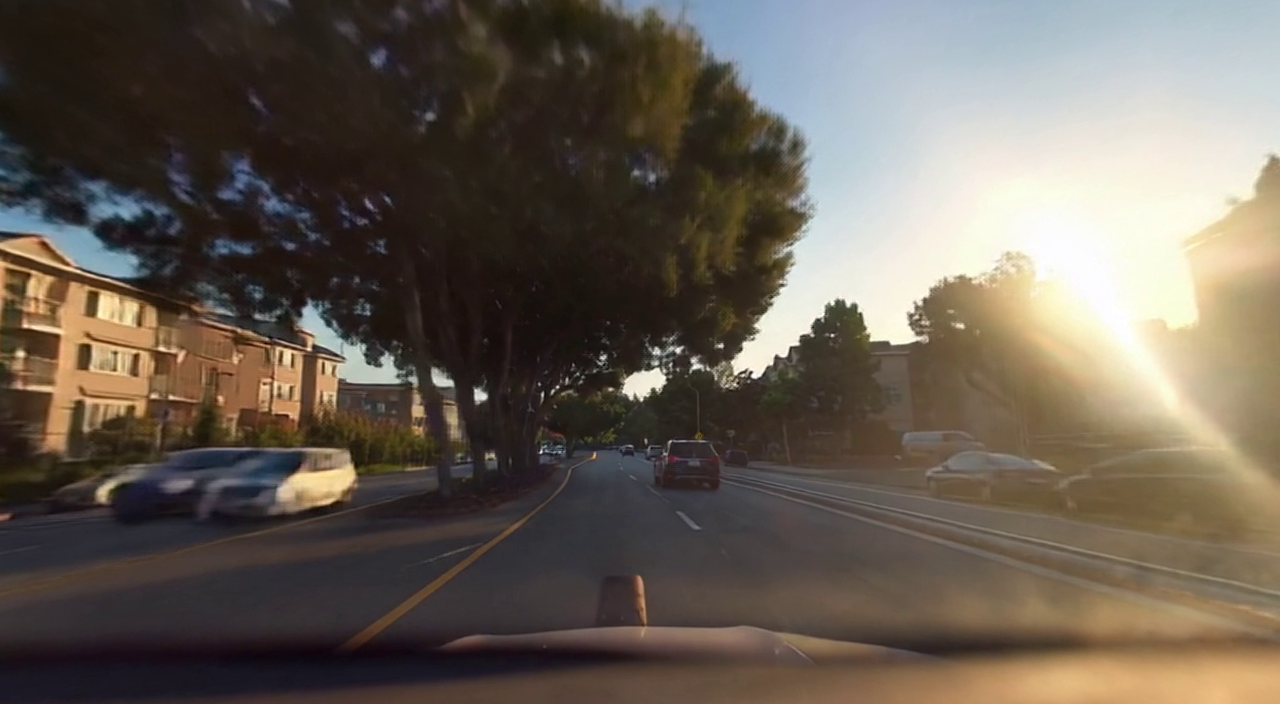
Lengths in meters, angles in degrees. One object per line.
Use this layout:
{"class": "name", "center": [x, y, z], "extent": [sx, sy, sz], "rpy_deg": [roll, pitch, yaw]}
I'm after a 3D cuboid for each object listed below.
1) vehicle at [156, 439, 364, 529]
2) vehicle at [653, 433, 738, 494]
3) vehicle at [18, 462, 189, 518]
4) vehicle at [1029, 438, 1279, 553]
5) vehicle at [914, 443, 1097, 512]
{"class": "vehicle", "center": [-8.208, 2.844, 14.283], "extent": [2.033, 1.685, 4.420], "rpy_deg": [0, -9, -2]}
{"class": "vehicle", "center": [1.680, 3.602, 20.787], "extent": [2.085, 1.763, 4.490], "rpy_deg": [0, -9, -4]}
{"class": "vehicle", "center": [-18.629, 4.770, 22.326], "extent": [1.979, 1.489, 4.902], "rpy_deg": [-1, -8, -3]}
{"class": "vehicle", "center": [9.200, 2.221, 10.560], "extent": [1.936, 1.485, 5.111], "rpy_deg": [0, -9, -3]}
{"class": "vehicle", "center": [8.986, 3.085, 16.101], "extent": [1.858, 1.489, 4.556], "rpy_deg": [0, -9, -1]}
